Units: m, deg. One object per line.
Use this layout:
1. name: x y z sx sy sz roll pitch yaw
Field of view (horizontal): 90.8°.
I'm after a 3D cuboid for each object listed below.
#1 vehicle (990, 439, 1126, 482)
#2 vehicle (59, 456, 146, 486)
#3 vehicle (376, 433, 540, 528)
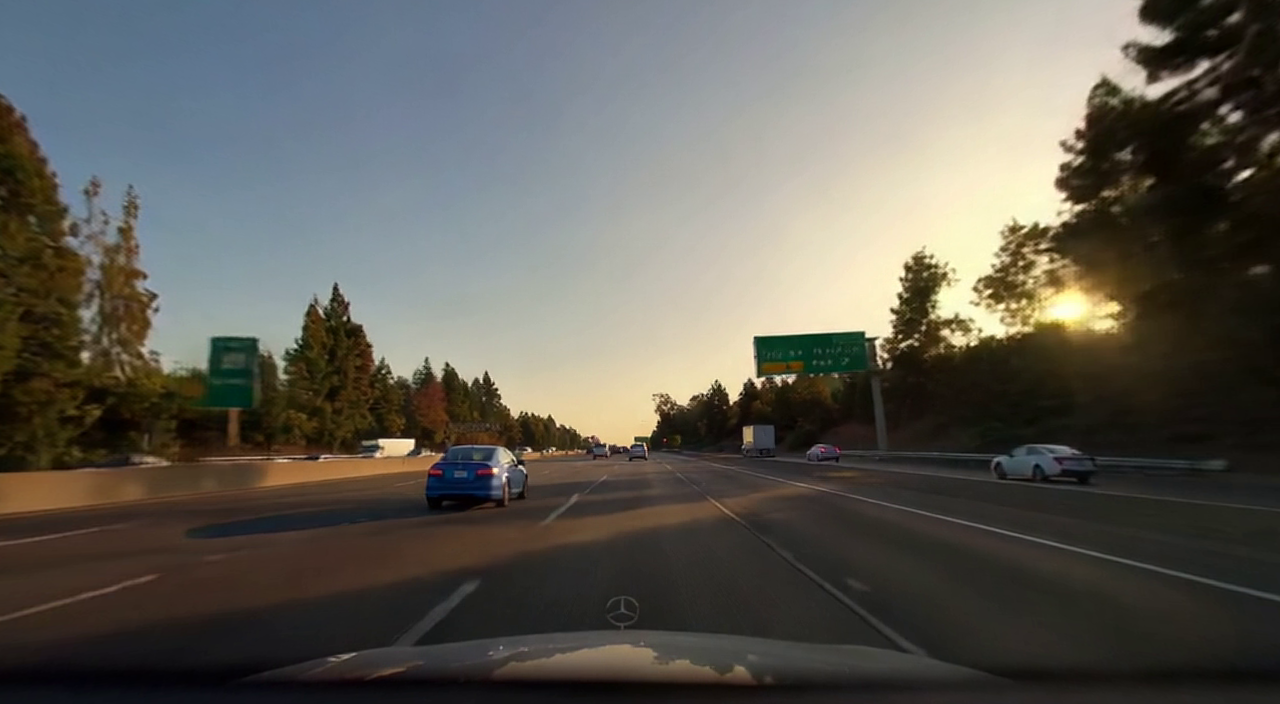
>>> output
1. vehicle: 15.792 4.122 24.279 1.873 1.463 4.937 0 -9 0
2. vehicle: -36.878 8.155 43.540 2.009 1.826 4.800 1 -9 -5
3. vehicle: -3.366 2.463 12.660 2.020 1.554 4.137 0 -9 0
